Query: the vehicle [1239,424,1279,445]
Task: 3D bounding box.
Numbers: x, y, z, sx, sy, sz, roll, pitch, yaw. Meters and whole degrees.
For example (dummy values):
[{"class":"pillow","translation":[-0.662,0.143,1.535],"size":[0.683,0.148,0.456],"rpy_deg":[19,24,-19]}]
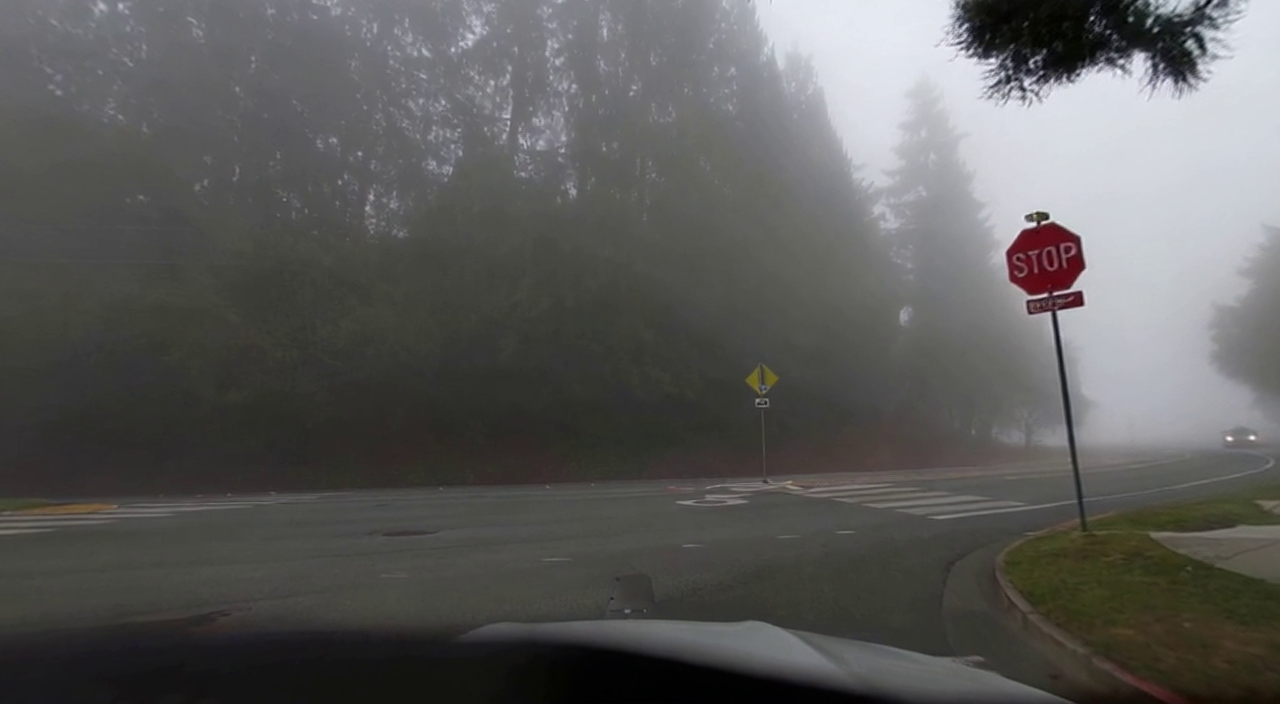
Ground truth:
[{"class":"vehicle","translation":[45.211,5.977,45.380],"size":[4.473,1.474,2.108],"rpy_deg":[6,-10,-37]}]
